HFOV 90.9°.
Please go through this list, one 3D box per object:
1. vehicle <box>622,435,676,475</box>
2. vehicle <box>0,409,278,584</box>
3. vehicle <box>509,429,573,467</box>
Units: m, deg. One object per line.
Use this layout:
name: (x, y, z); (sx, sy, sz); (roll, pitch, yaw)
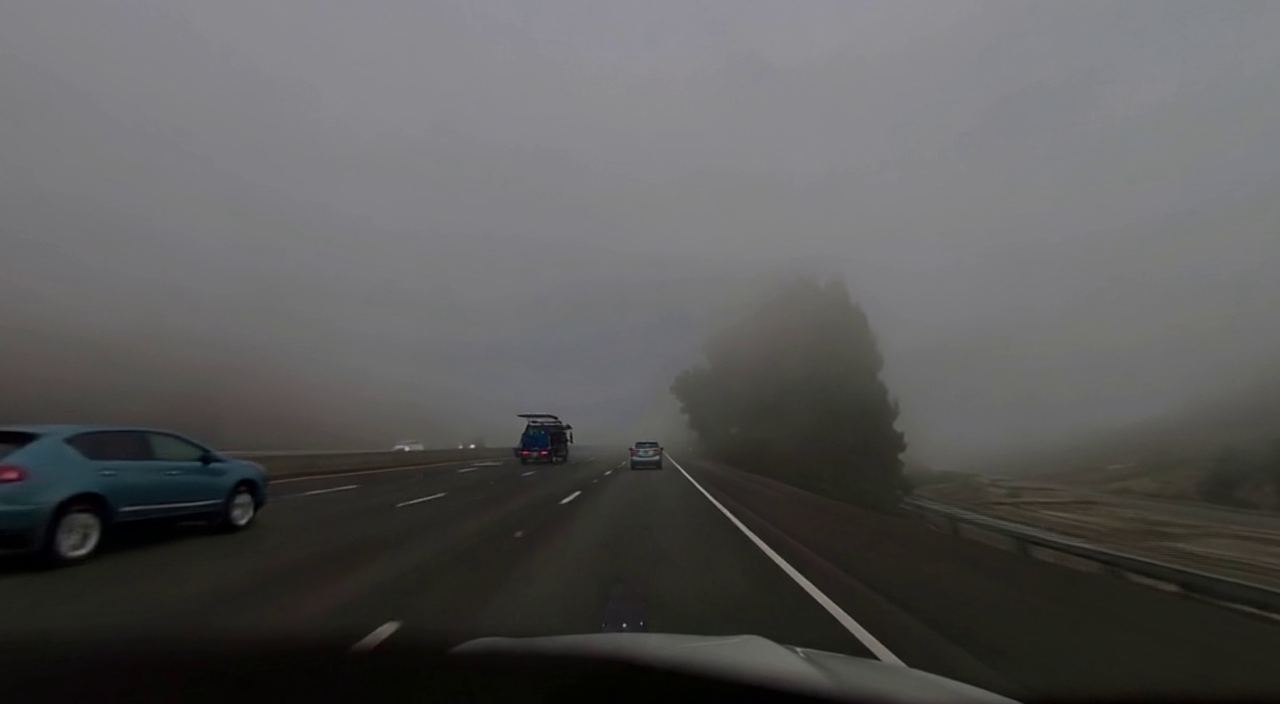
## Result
vehicle: (0.431, 4.749, 29.317); (2.336, 1.722, 4.212); (0, -8, 1)
vehicle: (-7.110, 1.684, 8.113); (2.115, 1.644, 4.513); (0, -8, 1)
vehicle: (-6.260, 6.225, 41.099); (2.827, 2.236, 7.057); (0, -8, 2)
